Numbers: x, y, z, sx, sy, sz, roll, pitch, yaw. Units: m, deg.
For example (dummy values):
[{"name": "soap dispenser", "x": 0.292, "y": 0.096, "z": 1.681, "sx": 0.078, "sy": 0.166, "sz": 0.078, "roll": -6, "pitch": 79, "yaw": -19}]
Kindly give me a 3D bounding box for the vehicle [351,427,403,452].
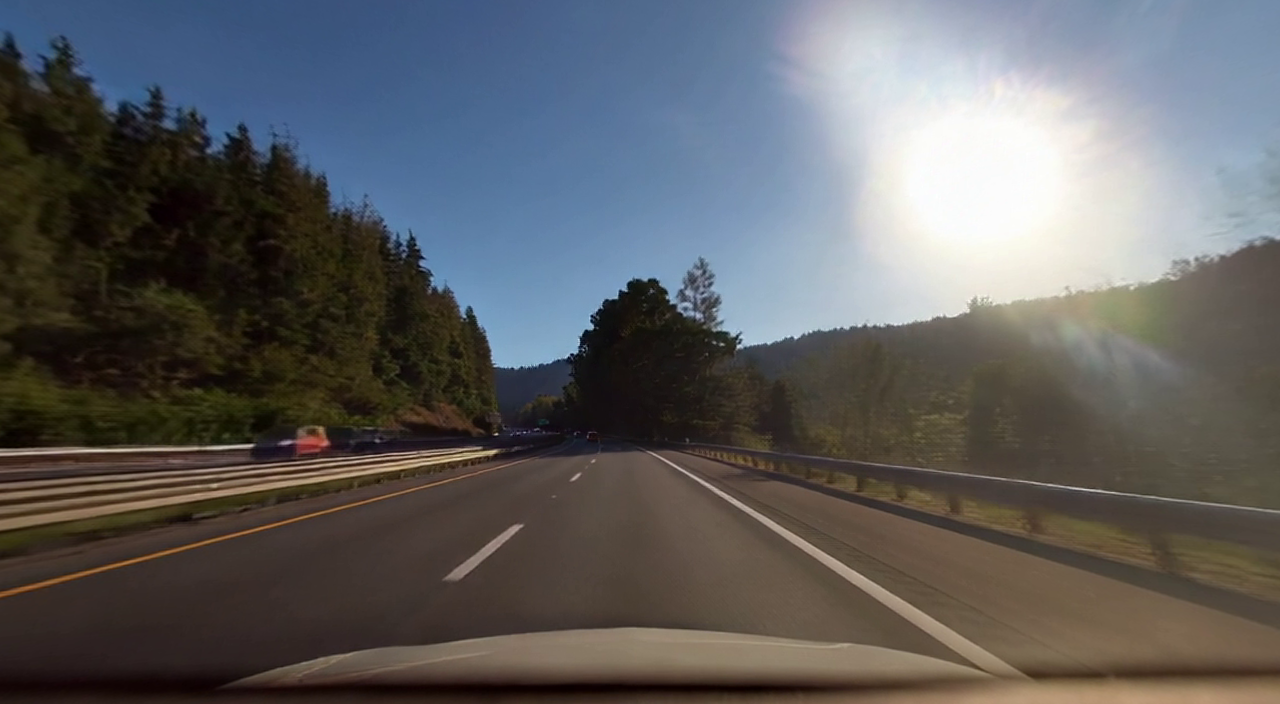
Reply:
[{"name": "vehicle", "x": -18.367, "y": 6.138, "z": 44.261, "sx": 1.835, "sy": 1.601, "sz": 4.326, "roll": 0, "pitch": -8, "yaw": -1}]
